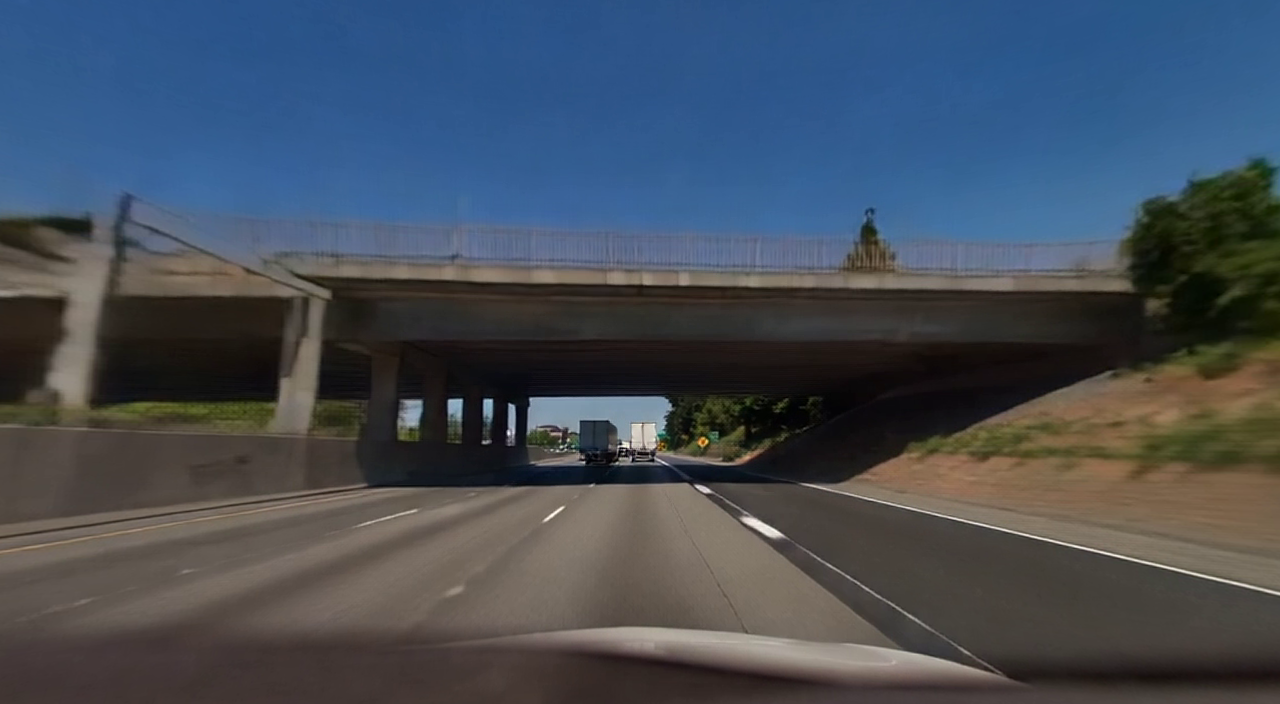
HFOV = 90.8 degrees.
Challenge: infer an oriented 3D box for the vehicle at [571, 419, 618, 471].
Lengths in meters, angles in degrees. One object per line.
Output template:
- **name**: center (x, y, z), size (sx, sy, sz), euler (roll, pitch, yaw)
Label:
- **vehicle**: center (-3.018, 6.482, 43.871), size (2.696, 3.266, 7.062), euler (0, -9, 0)
